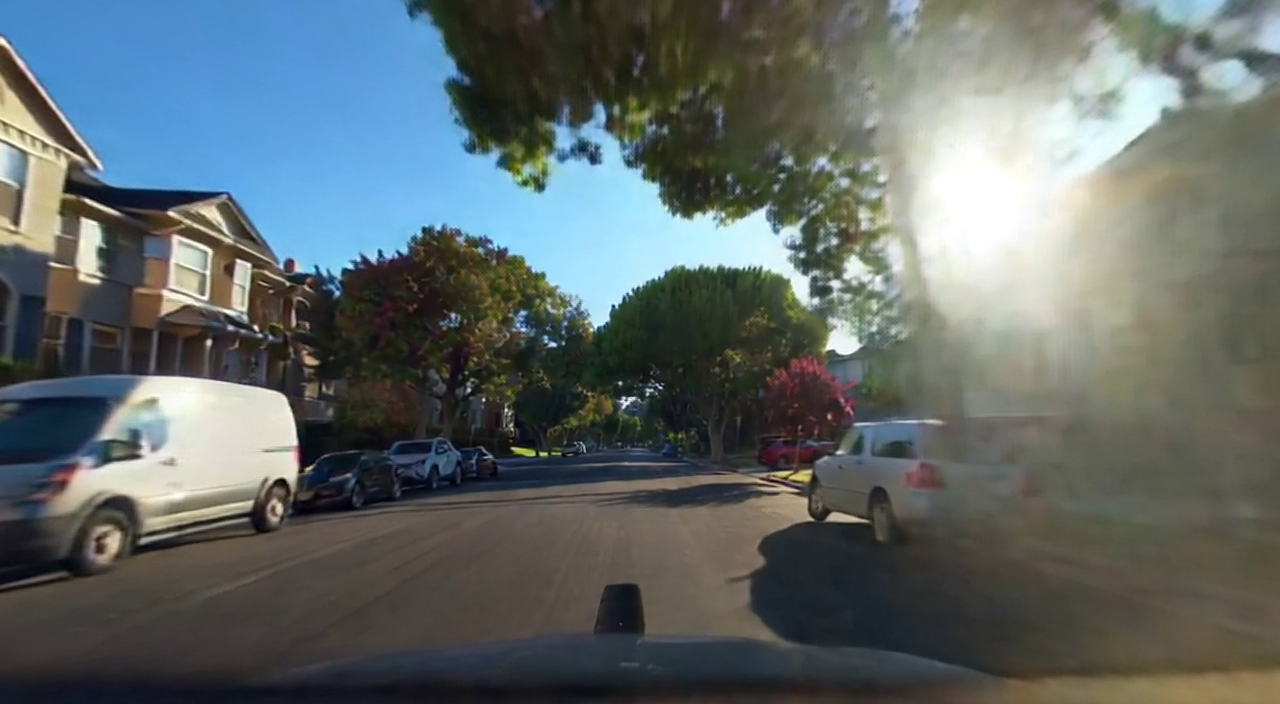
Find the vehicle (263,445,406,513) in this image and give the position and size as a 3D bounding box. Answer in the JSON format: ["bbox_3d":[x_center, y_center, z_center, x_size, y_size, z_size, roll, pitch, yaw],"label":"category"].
[{"bbox_3d":[-7.529,3.118,15.963,1.845,1.510,3.729,0,-8,-3],"label":"vehicle"}]

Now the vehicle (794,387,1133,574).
[{"bbox_3d":[4.024,1.724,9.183,2.216,1.955,4.970,0,-9,-1],"label":"vehicle"}]

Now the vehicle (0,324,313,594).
[{"bbox_3d":[-7.421,1.512,9.131,2.341,2.674,5.753,0,-10,-2],"label":"vehicle"}]

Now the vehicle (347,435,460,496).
[{"bbox_3d":[-7.713,3.756,21.036,2.136,1.758,4.297,-2,-9,-1],"label":"vehicle"}]
